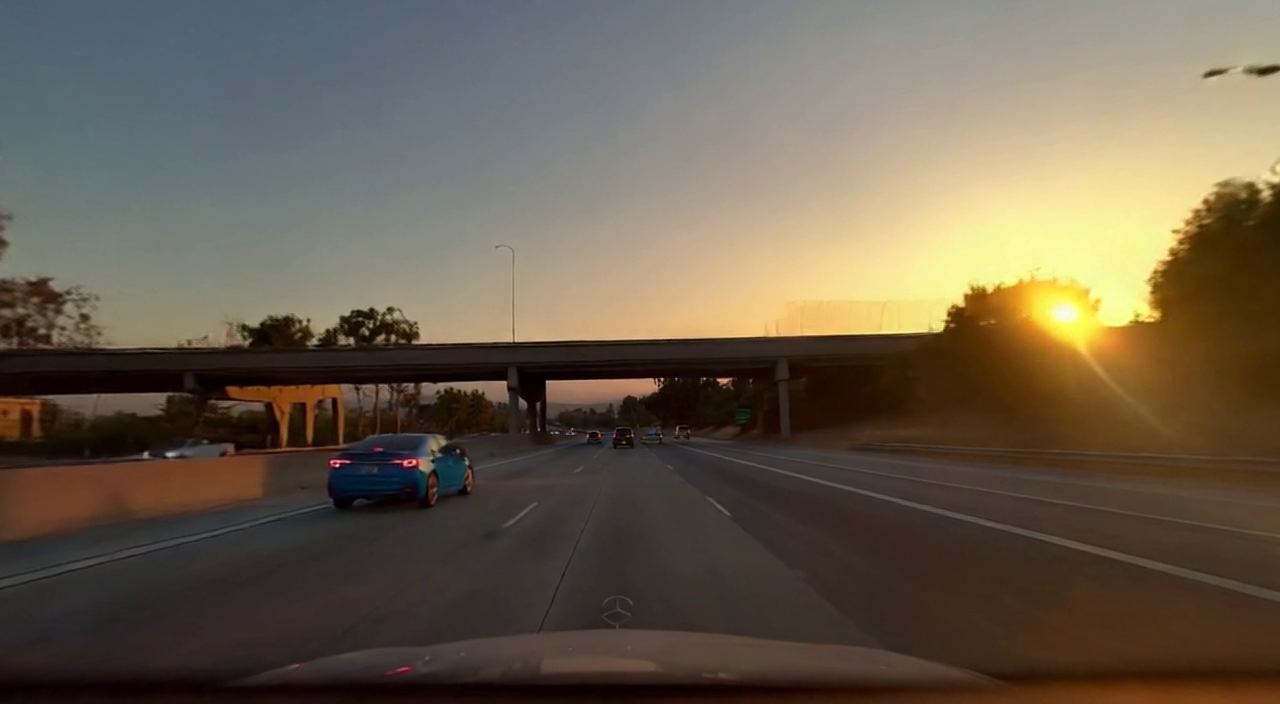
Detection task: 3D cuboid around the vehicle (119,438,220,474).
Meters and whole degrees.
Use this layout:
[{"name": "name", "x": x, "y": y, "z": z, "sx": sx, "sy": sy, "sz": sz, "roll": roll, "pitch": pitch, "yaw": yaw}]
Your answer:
[{"name": "vehicle", "x": -28.346, "y": 6.242, "z": 38.161, "sx": 2.072, "sy": 1.947, "sz": 5.220, "roll": 0, "pitch": -8, "yaw": 0}]

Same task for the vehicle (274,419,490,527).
[{"name": "vehicle", "x": -4.275, "y": 2.052, "z": 11.394, "sx": 2.017, "sy": 1.537, "sz": 4.496, "roll": 0, "pitch": -8, "yaw": 0}]

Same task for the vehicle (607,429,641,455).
[{"name": "vehicle", "x": -1.026, "y": 5.890, "z": 41.299, "sx": 2.116, "sy": 1.625, "sz": 4.004, "roll": 0, "pitch": -8, "yaw": 0}]
